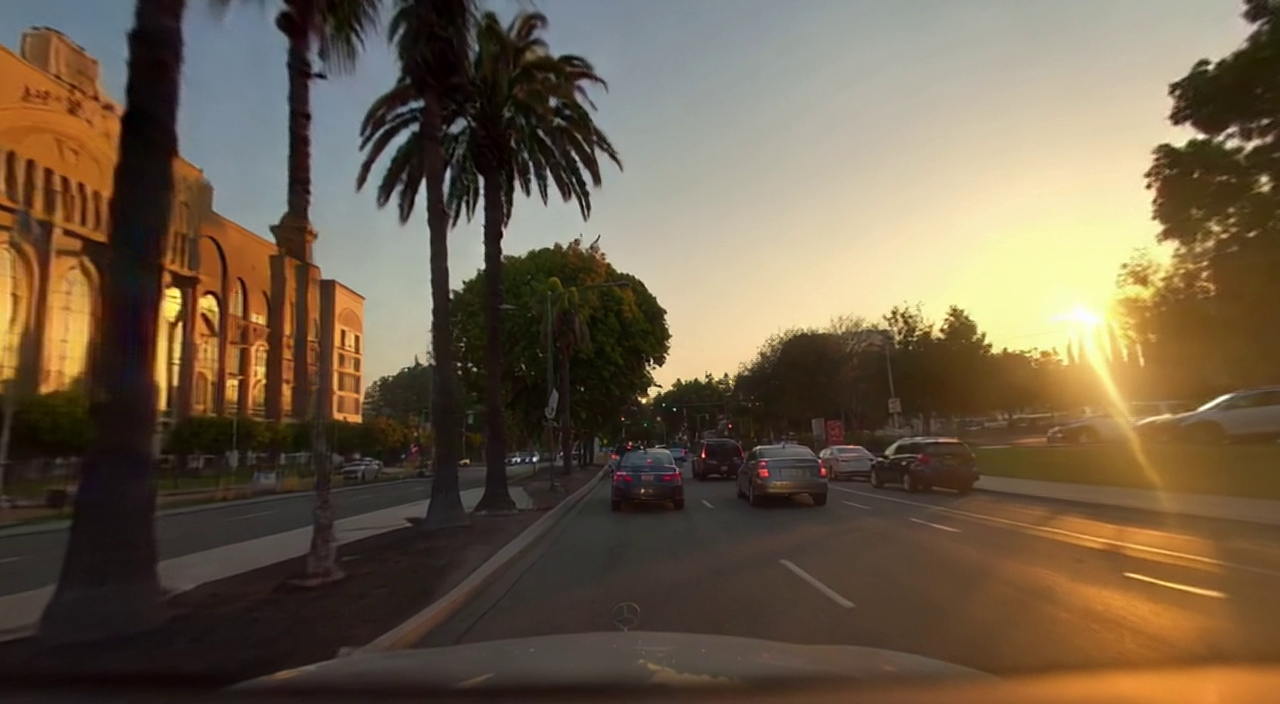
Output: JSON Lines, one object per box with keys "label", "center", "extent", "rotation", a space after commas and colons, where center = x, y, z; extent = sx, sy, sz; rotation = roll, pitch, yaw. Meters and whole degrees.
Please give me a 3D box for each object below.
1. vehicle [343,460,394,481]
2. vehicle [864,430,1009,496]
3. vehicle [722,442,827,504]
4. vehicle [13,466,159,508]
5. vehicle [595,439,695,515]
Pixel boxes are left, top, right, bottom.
{"label": "vehicle", "center": [-20.960, 9.121, 48.937], "extent": [1.856, 1.429, 4.672], "rotation": [0, -9, 0]}
{"label": "vehicle", "center": [8.620, 3.265, 18.955], "extent": [1.994, 1.715, 4.777], "rotation": [0, -9, 0]}
{"label": "vehicle", "center": [3.496, 3.209, 17.253], "extent": [1.833, 1.465, 4.258], "rotation": [0, -9, -1]}
{"label": "vehicle", "center": [-23.917, 5.808, 27.577], "extent": [1.957, 1.493, 4.900], "rotation": [0, -9, 0]}
{"label": "vehicle", "center": [0.059, 2.832, 14.792], "extent": [2.050, 1.521, 3.747], "rotation": [0, -9, -1]}
